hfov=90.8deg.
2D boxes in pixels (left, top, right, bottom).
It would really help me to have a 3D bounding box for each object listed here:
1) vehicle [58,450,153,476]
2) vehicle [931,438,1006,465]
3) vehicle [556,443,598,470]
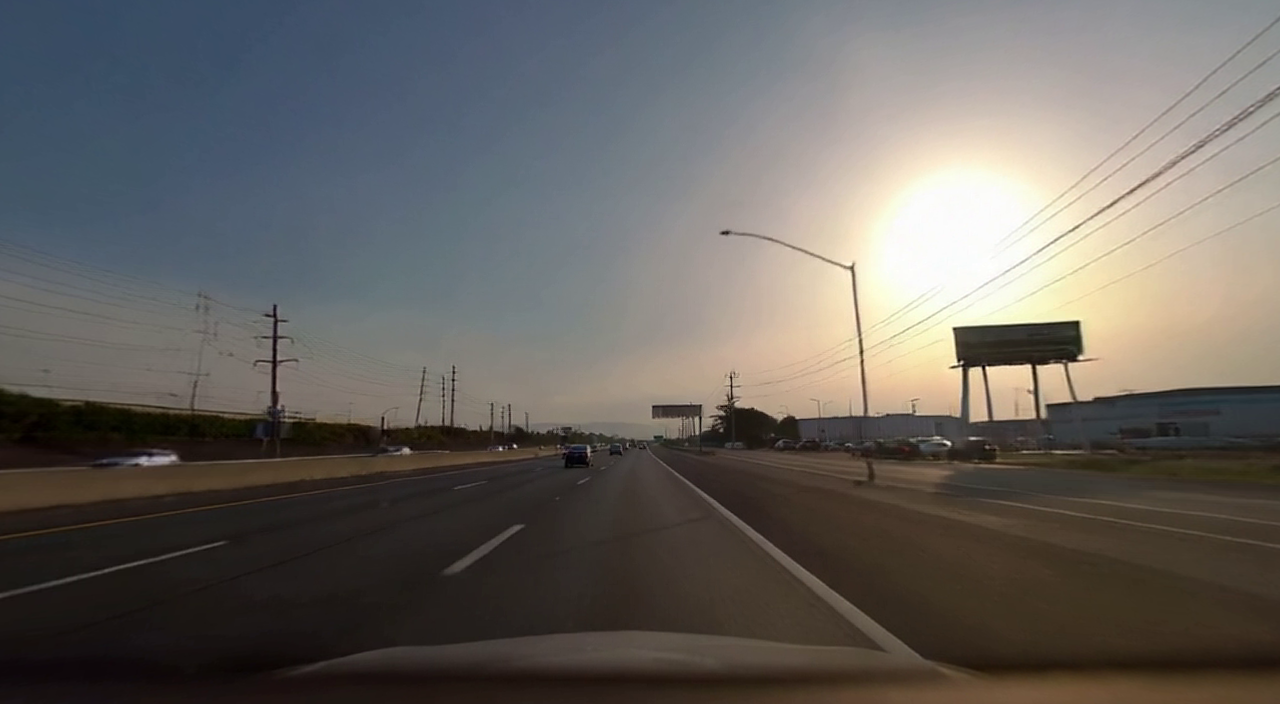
[{"bbox_3d":[-32.520,6.720,38.654,1.779,1.458,4.558,0,-9,1],"label":"vehicle"},{"bbox_3d":[19.181,5.825,37.125,1.806,1.466,4.711,0,-9,-1],"label":"vehicle"},{"bbox_3d":[-3.638,6.123,37.305,1.940,1.479,4.545,0,-9,1],"label":"vehicle"}]
